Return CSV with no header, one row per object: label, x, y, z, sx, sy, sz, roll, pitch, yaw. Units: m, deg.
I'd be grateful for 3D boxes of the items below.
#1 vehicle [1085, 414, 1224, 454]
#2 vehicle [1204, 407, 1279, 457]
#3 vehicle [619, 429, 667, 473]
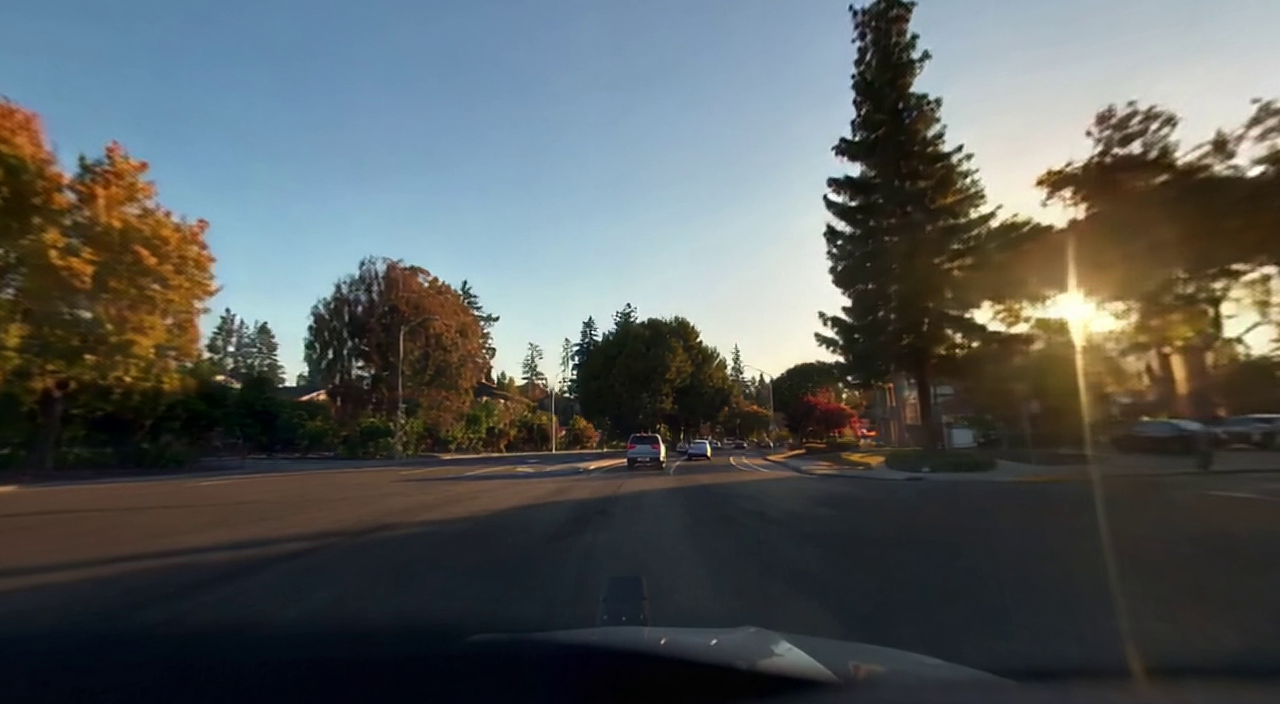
vehicle,22.863,3.709,28.165,1.826,1.621,4.546,2,-9,-13
vehicle,26.143,3.355,25.984,1.947,1.926,4.237,-1,-8,8
vehicle,0.233,4.868,31.069,2.072,2.002,4.391,0,-8,5
